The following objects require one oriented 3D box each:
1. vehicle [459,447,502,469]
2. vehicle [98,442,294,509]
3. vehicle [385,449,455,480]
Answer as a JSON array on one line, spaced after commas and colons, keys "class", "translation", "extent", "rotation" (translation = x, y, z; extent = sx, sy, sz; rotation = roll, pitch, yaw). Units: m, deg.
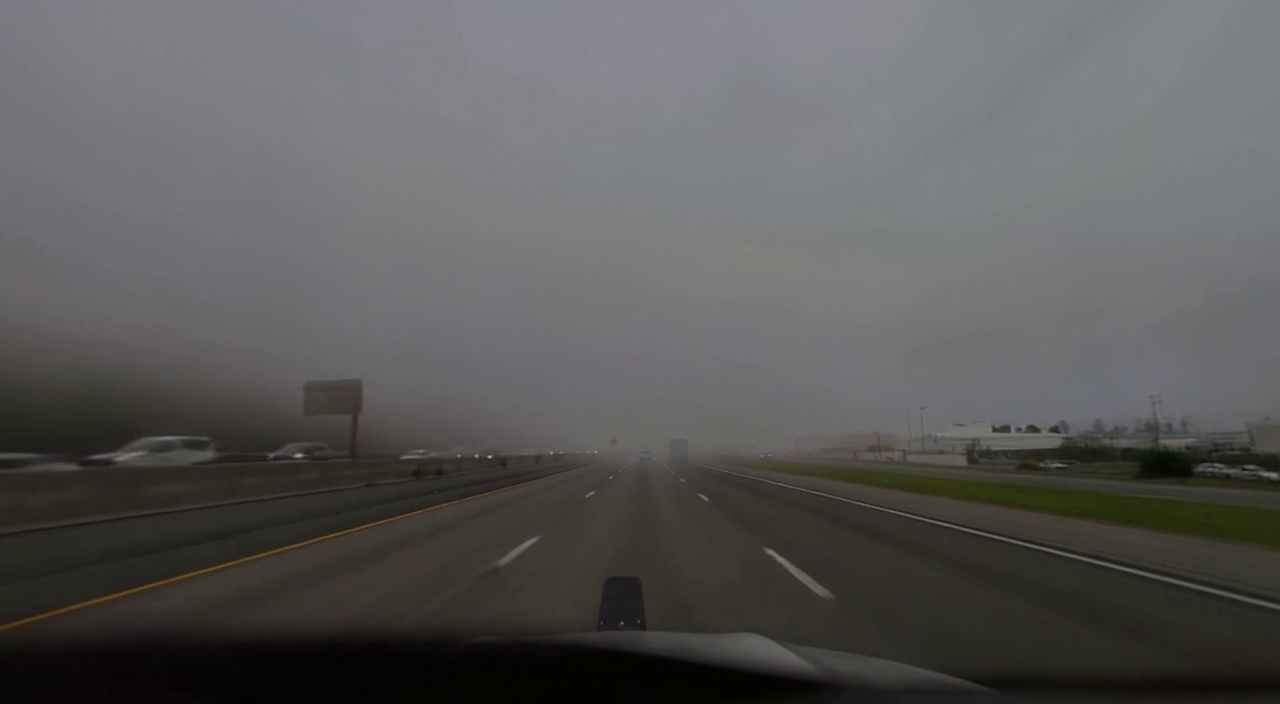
[{"class": "vehicle", "translation": [-11.821, 7.851, 46.941], "extent": [2.035, 1.512, 4.336], "rotation": [-1, -9, 1]}, {"class": "vehicle", "translation": [-10.936, 3.045, 15.989], "extent": [1.930, 1.455, 4.135], "rotation": [0, -9, 1]}, {"class": "vehicle", "translation": [-11.089, 5.673, 32.062], "extent": [1.920, 1.428, 4.416], "rotation": [0, -9, 1]}]
